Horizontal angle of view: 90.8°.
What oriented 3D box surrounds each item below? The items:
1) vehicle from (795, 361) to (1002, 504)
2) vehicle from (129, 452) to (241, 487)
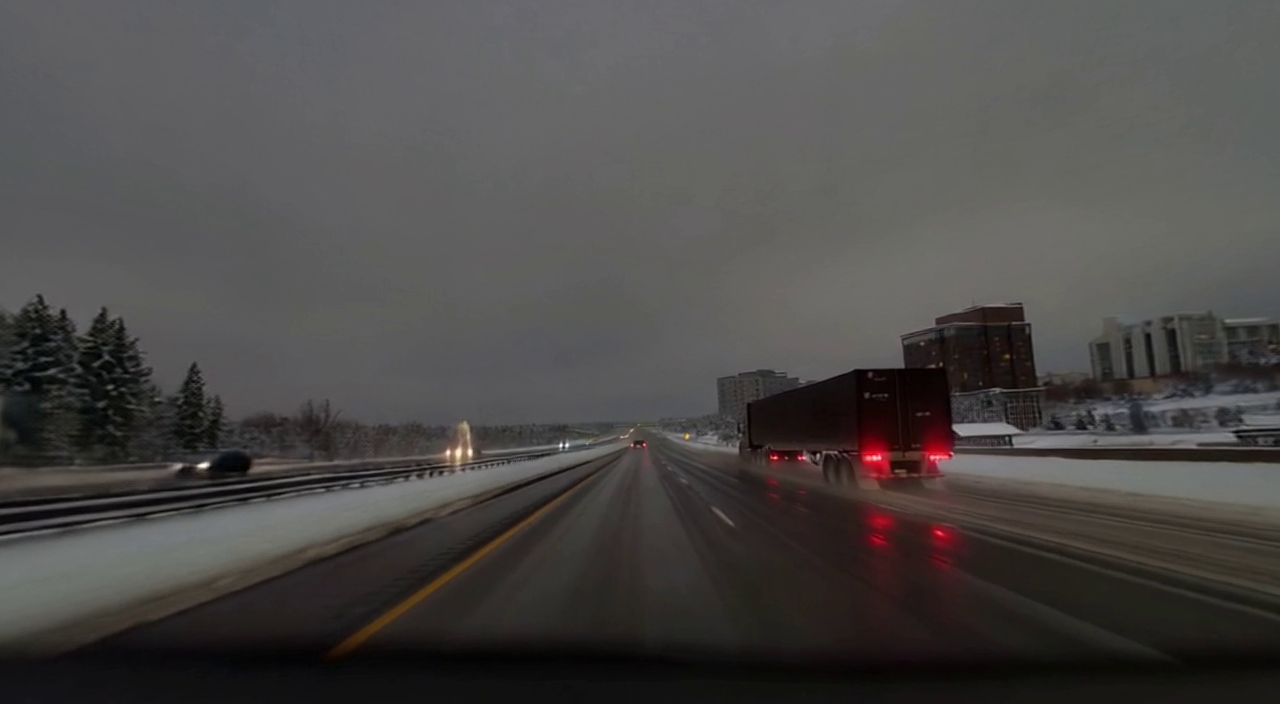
[{"bbox_3d":[6.786,2.375,18.267,2.793,3.204,7.997,-1,-8,2],"label":"vehicle"},{"bbox_3d":[-21.811,5.609,30.521,1.964,1.493,4.550,0,-8,1],"label":"vehicle"}]
